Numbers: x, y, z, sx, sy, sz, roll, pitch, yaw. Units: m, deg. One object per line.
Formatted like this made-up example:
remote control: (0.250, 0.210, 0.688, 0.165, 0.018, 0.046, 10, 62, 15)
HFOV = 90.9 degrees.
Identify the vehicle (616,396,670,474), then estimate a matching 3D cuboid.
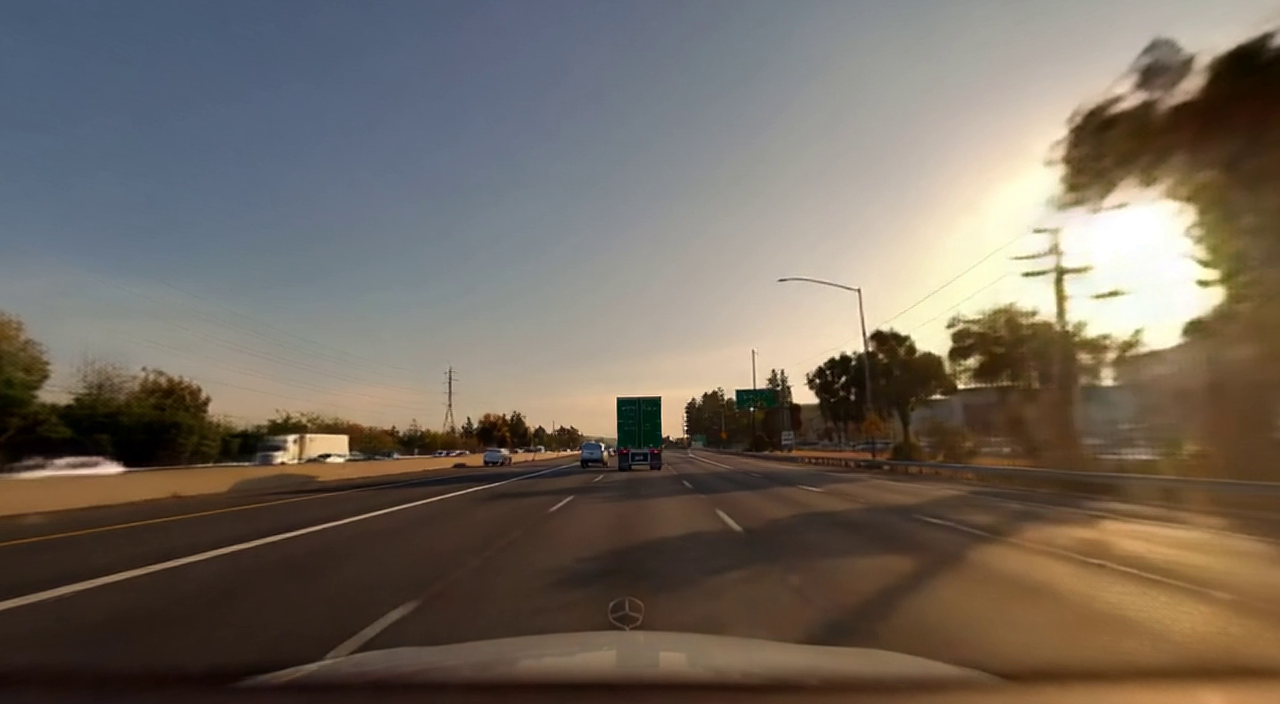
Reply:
vehicle: (0.241, 5.414, 40.293, 2.879, 4.085, 13.125, 0, -9, 1)

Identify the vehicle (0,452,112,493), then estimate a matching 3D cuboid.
vehicle: (-25.329, 4.992, 26.511, 1.851, 1.529, 5.041, 0, -9, 0)

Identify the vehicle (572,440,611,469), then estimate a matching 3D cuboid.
vehicle: (-3.371, 7.231, 44.786, 2.293, 1.923, 5.141, 0, -9, 0)

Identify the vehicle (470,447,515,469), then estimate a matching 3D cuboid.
vehicle: (-10.554, 7.595, 45.404, 2.012, 1.509, 4.789, 0, -9, 1)
